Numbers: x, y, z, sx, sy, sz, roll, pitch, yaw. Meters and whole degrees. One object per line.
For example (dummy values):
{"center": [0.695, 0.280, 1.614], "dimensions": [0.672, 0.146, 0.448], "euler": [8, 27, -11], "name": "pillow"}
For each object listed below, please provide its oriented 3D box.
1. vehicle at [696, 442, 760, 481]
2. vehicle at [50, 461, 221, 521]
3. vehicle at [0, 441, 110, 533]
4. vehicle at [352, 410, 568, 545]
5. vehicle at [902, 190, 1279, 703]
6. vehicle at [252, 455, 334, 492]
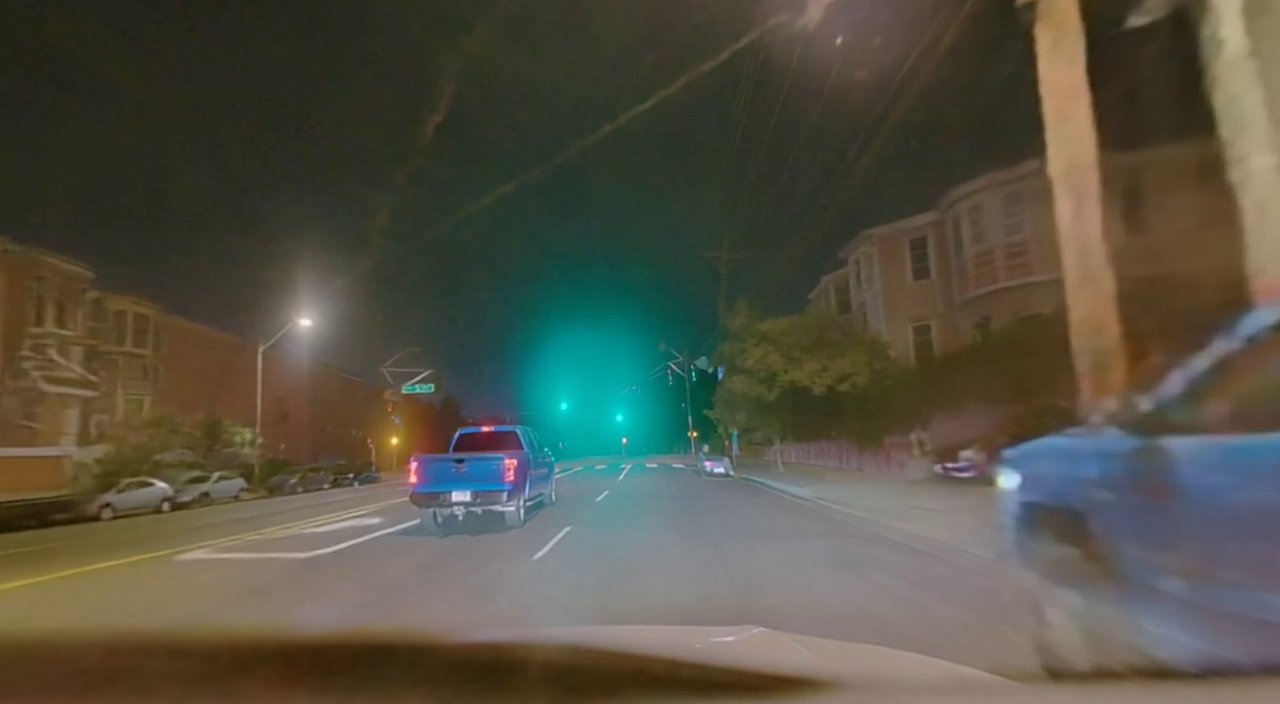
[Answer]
{"center": [3.590, 4.540, 26.419], "dimensions": [2.012, 1.491, 4.333], "euler": [0, -9, -1], "name": "vehicle"}
{"center": [-15.625, 4.286, 19.870], "dimensions": [2.026, 1.617, 3.933], "euler": [0, -9, 1], "name": "vehicle"}
{"center": [-19.312, 3.918, 18.435], "dimensions": [2.159, 2.586, 5.899], "euler": [0, -9, 3], "name": "vehicle"}
{"center": [-2.868, 2.183, 11.658], "dimensions": [2.242, 1.890, 5.306], "euler": [0, -9, 2], "name": "vehicle"}
{"center": [3.036, 0.435, 1.069], "dimensions": [2.415, 2.004, 6.589], "euler": [0, -9, 1], "name": "vehicle"}
{"center": [-18.474, 6.444, 33.792], "dimensions": [1.954, 1.785, 4.136], "euler": [0, -9, 1], "name": "vehicle"}
